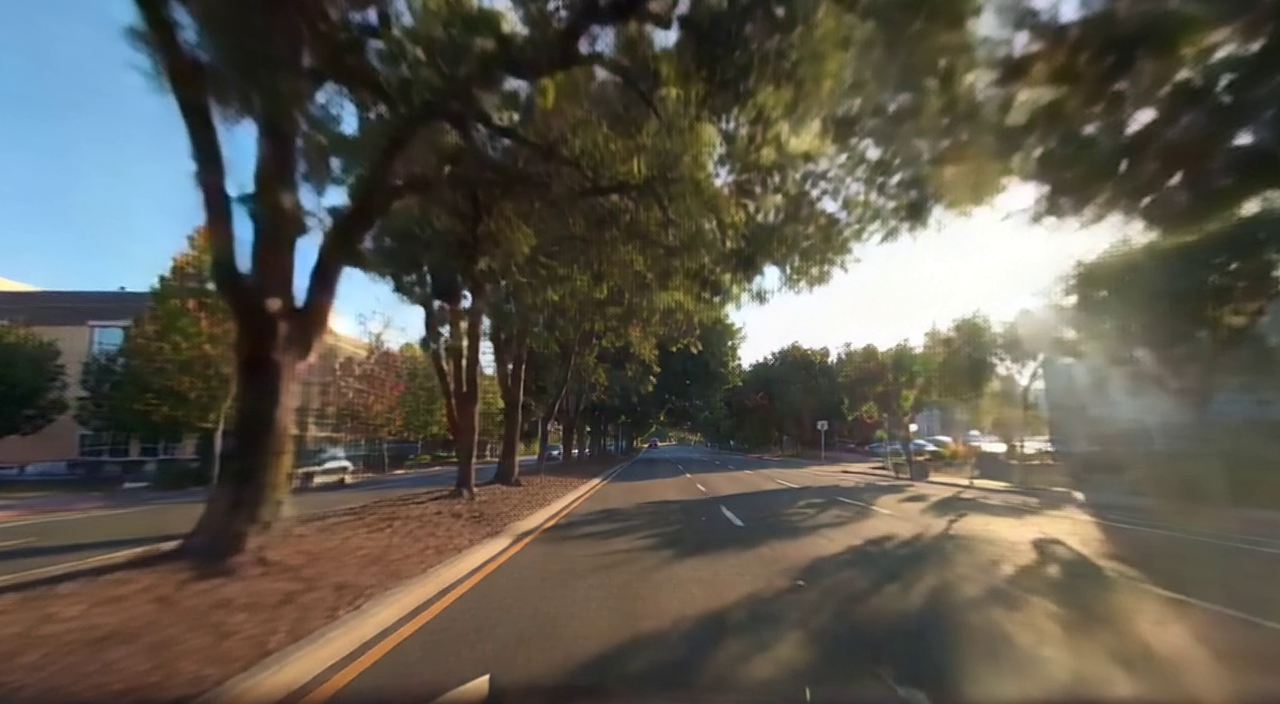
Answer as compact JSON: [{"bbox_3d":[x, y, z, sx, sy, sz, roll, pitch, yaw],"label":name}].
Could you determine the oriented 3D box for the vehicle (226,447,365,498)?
[{"bbox_3d":[-11.391,3.975,21.339,1.930,1.494,4.706,0,-8,2],"label":"vehicle"}]
